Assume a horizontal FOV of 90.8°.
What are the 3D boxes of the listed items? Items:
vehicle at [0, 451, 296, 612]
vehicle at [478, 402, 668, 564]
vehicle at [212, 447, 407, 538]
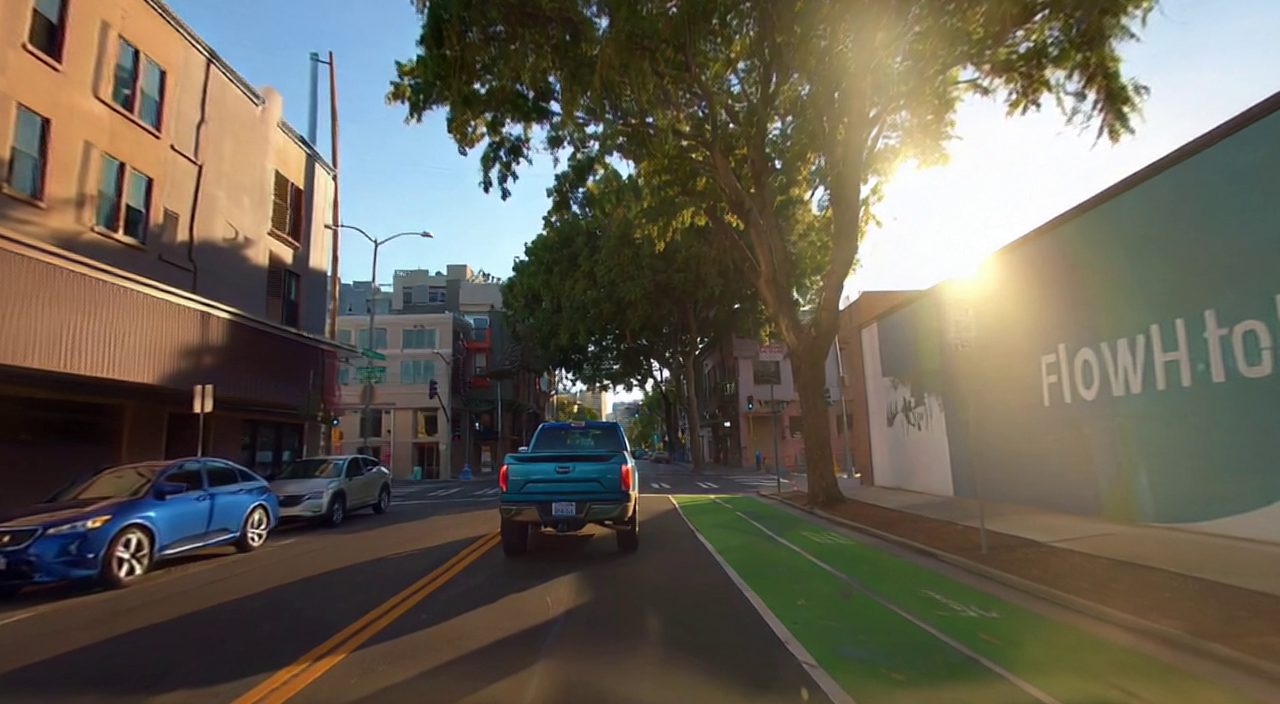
[{"bbox_3d":[-7.174,2.335,9.251,1.882,1.686,4.489,0,-8,-2],"label":"vehicle"},{"bbox_3d":[-0.768,1.881,9.791,2.215,1.882,4.611,0,-8,0],"label":"vehicle"},{"bbox_3d":[-7.406,3.124,14.922,1.884,1.730,5.076,0,-8,0],"label":"vehicle"}]
